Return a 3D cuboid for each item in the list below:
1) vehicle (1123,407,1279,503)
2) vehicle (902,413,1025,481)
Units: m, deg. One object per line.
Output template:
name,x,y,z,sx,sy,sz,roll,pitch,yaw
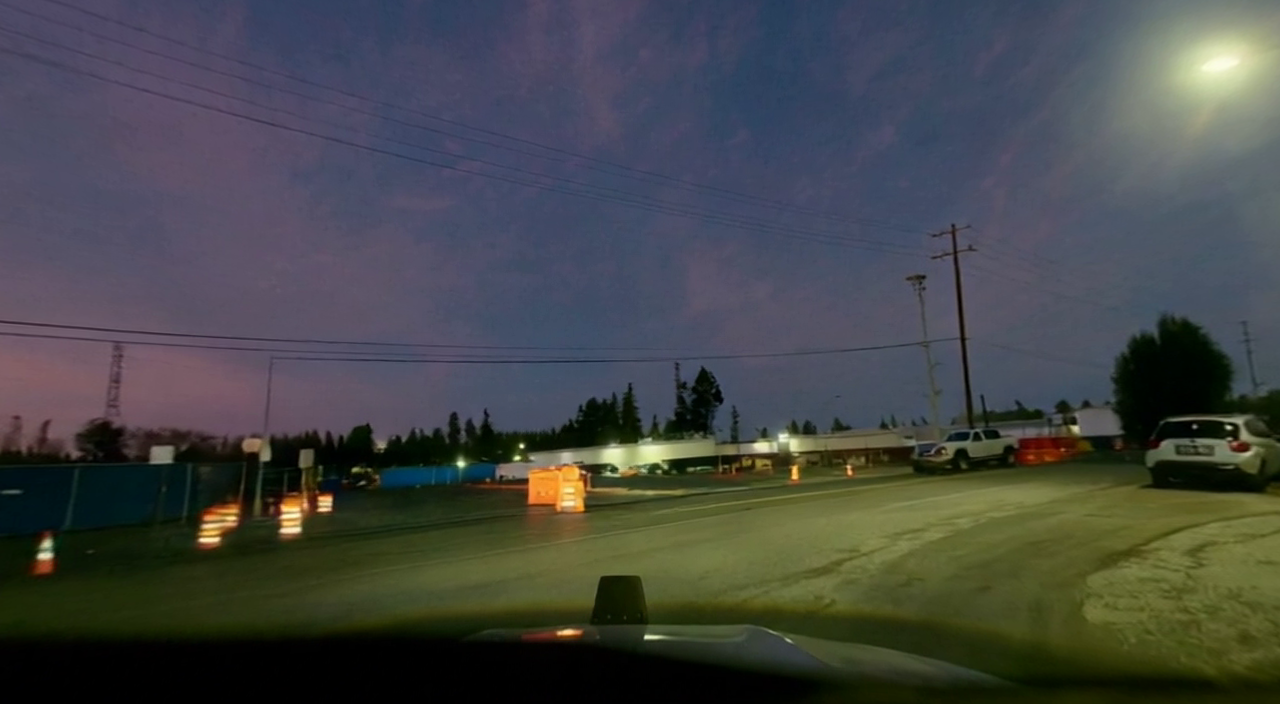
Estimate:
vehicle,13.701,2.419,15.060,4.781,1.897,2.447,8,-12,-42
vehicle,17.495,5.100,33.818,8.300,3.218,2.790,8,-13,-41
